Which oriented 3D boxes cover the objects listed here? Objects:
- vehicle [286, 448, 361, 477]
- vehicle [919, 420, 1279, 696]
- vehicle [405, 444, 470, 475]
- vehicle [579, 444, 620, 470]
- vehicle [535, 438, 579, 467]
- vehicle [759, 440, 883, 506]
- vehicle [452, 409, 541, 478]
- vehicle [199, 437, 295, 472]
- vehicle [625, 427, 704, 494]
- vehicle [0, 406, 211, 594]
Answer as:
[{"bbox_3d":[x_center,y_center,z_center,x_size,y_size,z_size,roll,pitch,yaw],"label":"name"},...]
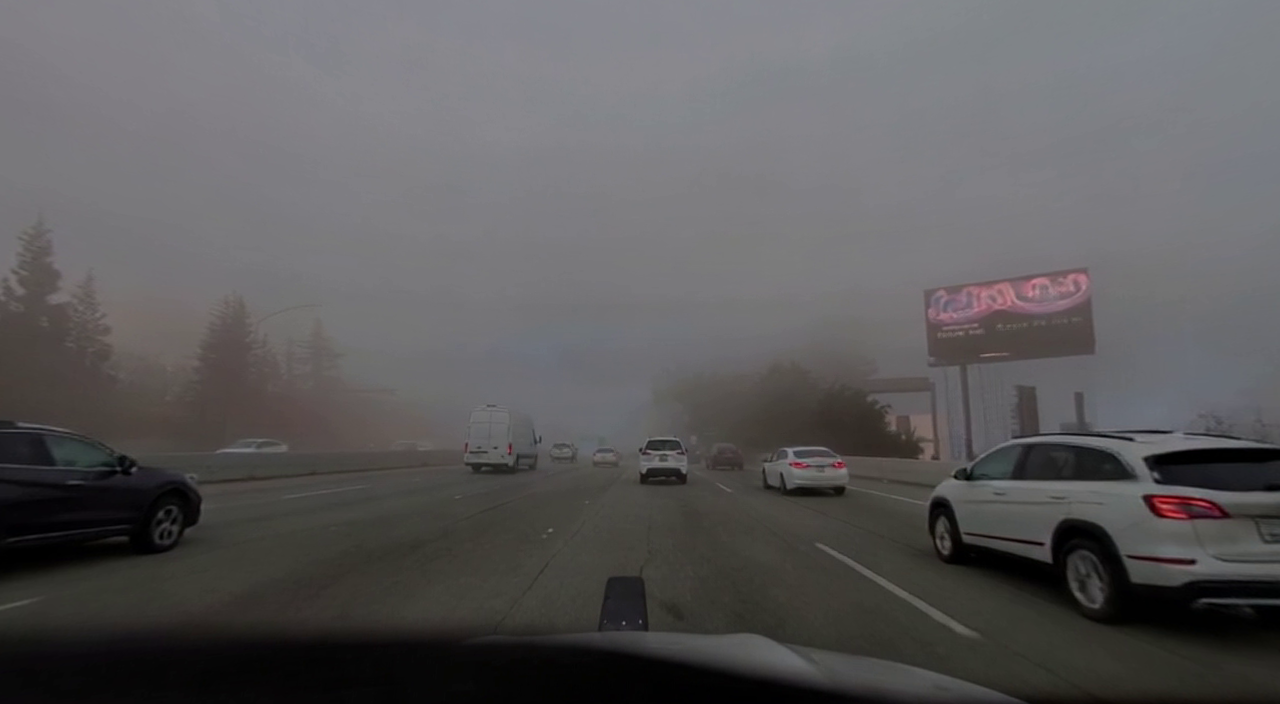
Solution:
[{"bbox_3d":[-16.229,5.638,32.538,1.823,1.388,3.705,0,-9,1],"label":"vehicle"},{"bbox_3d":[4.457,1.450,5.602,1.915,1.482,4.537,0,-9,1],"label":"vehicle"},{"bbox_3d":[-10.266,5.478,32.329,1.923,1.480,3.905,0,-9,2],"label":"vehicle"},{"bbox_3d":[-2.421,6.440,38.883,2.079,1.499,4.512,0,-9,1],"label":"vehicle"},{"bbox_3d":[-6.014,7.375,46.436,2.269,1.929,6.032,0,-9,1],"label":"vehicle"},{"bbox_3d":[4.552,3.113,16.663,1.942,1.487,4.518,0,-9,0],"label":"vehicle"},{"bbox_3d":[-6.440,4.300,29.476,2.358,2.817,7.055,0,-9,1],"label":"vehicle"},{"bbox_3d":[-20.425,5.351,33.044,1.920,1.695,4.612,0,-9,2],"label":"vehicle"},{"bbox_3d":[0.736,3.419,20.171,2.209,1.863,4.626,0,-9,1],"label":"vehicle"},{"bbox_3d":[-6.637,1.359,5.904,2.021,1.632,4.417,0,-9,2],"label":"vehicle"}]
